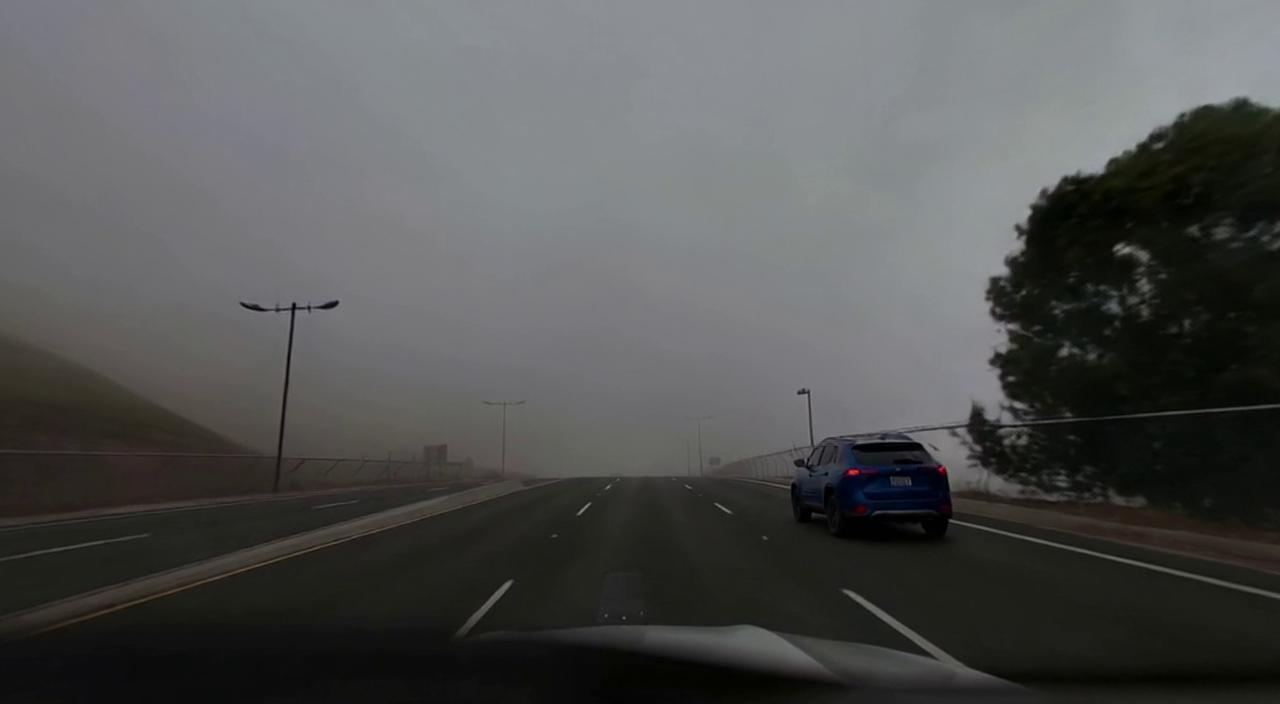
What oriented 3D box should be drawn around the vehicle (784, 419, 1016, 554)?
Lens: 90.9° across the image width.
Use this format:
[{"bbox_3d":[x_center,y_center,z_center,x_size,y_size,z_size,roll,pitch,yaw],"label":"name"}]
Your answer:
[{"bbox_3d":[3.874,2.068,10.410,1.989,1.730,4.324,0,-8,0],"label":"vehicle"}]
